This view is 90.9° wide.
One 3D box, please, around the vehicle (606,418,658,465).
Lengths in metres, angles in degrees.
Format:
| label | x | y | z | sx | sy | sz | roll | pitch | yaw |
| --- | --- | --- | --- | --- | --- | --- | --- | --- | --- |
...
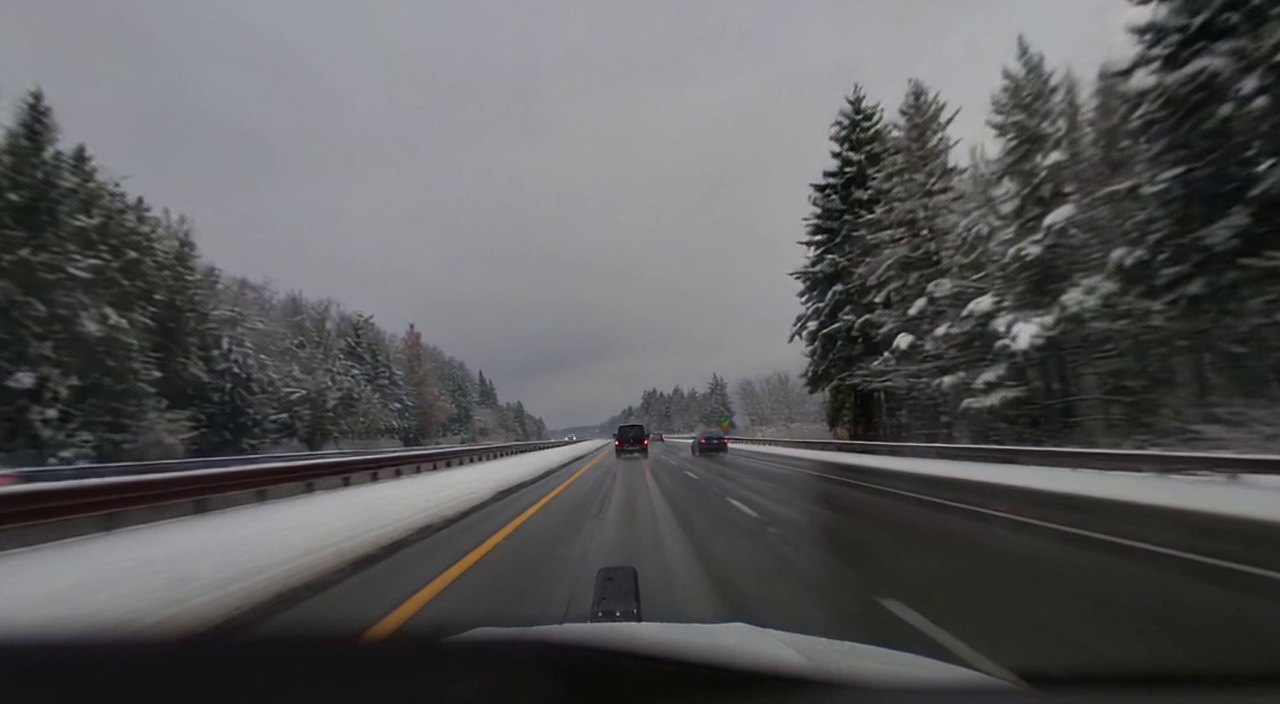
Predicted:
| label | x | y | z | sx | sy | sz | roll | pitch | yaw |
| --- | --- | --- | --- | --- | --- | --- | --- | --- | --- |
| vehicle | -0.434 | 4.230 | 29.944 | 2.270 | 2.044 | 4.633 | 0 | -8 | -2 |

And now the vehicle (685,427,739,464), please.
| label | x | y | z | sx | sy | sz | roll | pitch | yaw |
| --- | --- | --- | --- | --- | --- | --- | --- | --- | --- |
| vehicle | 3.346 | 4.421 | 30.011 | 1.981 | 1.606 | 3.956 | 0 | -8 | -2 |
